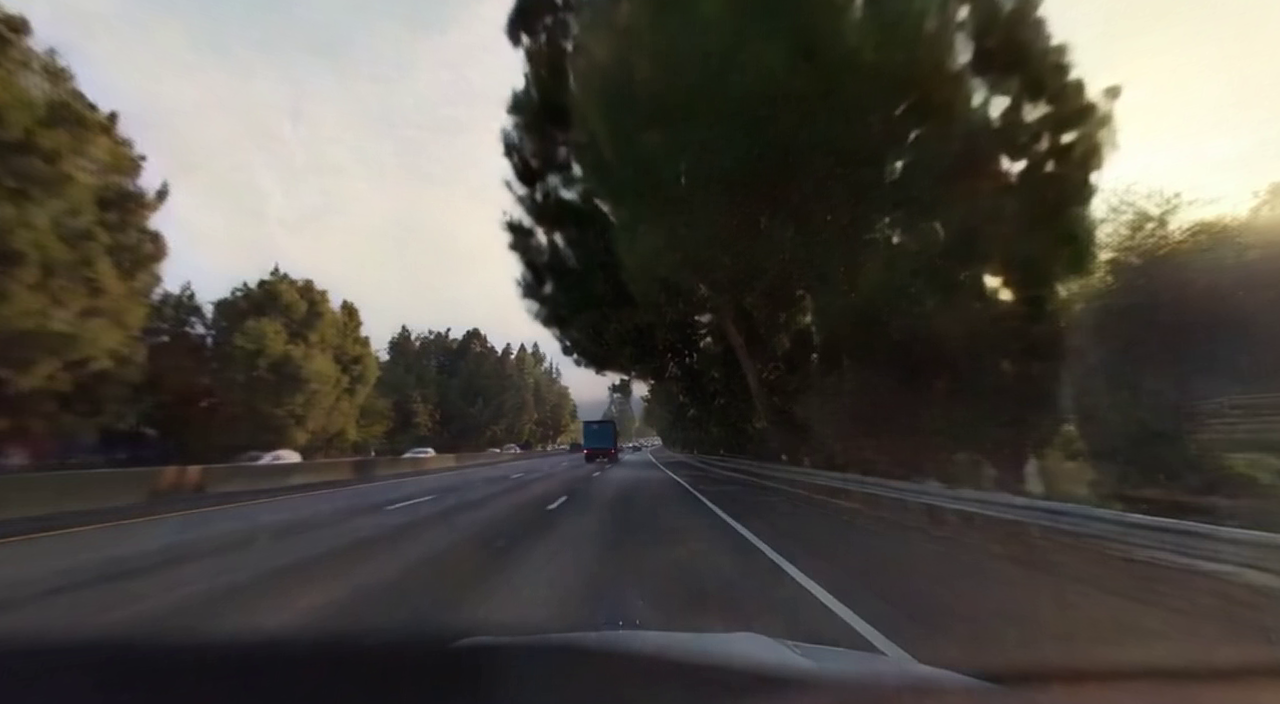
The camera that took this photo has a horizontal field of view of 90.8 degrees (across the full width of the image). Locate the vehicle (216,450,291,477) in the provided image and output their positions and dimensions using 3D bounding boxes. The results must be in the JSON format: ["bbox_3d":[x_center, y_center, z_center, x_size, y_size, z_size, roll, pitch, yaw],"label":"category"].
[{"bbox_3d":[-25.128,7.252,41.250,2.032,1.617,4.561,0,-9,0],"label":"vehicle"}]
